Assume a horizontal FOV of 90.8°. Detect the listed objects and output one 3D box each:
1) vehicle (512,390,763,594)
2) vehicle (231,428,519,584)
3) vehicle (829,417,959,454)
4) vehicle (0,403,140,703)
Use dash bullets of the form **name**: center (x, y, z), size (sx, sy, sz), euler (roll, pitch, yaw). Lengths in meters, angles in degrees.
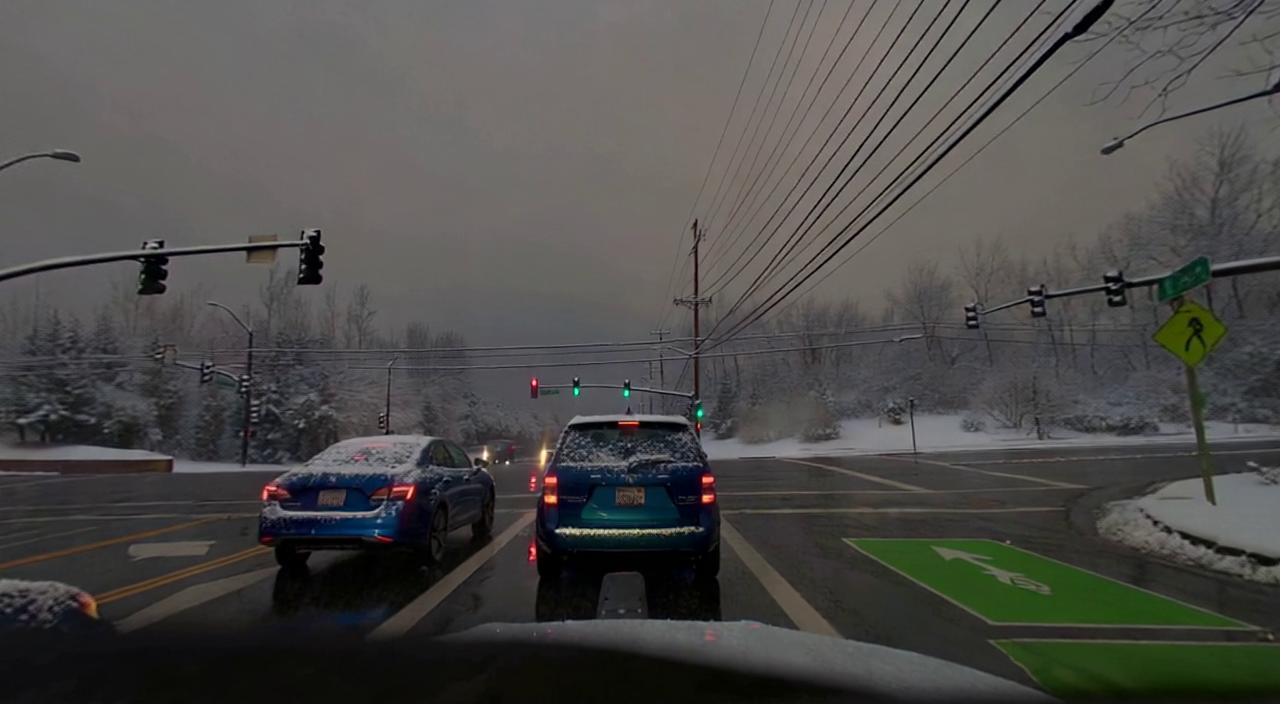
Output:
- **vehicle**: center (-0.053, 1.520, 7.616), size (2.182, 1.773, 4.041), euler (0, -8, -1)
- **vehicle**: center (-2.925, 1.767, 8.009), size (1.969, 1.486, 3.702), euler (0, -8, 1)
- **vehicle**: center (13.861, 4.606, 34.812), size (6.143, 1.944, 2.229), euler (-1, -8, 5)
- **vehicle**: center (-3.350, 0.662, 0.449), size (1.928, 1.488, 4.936), euler (0, -8, 0)
